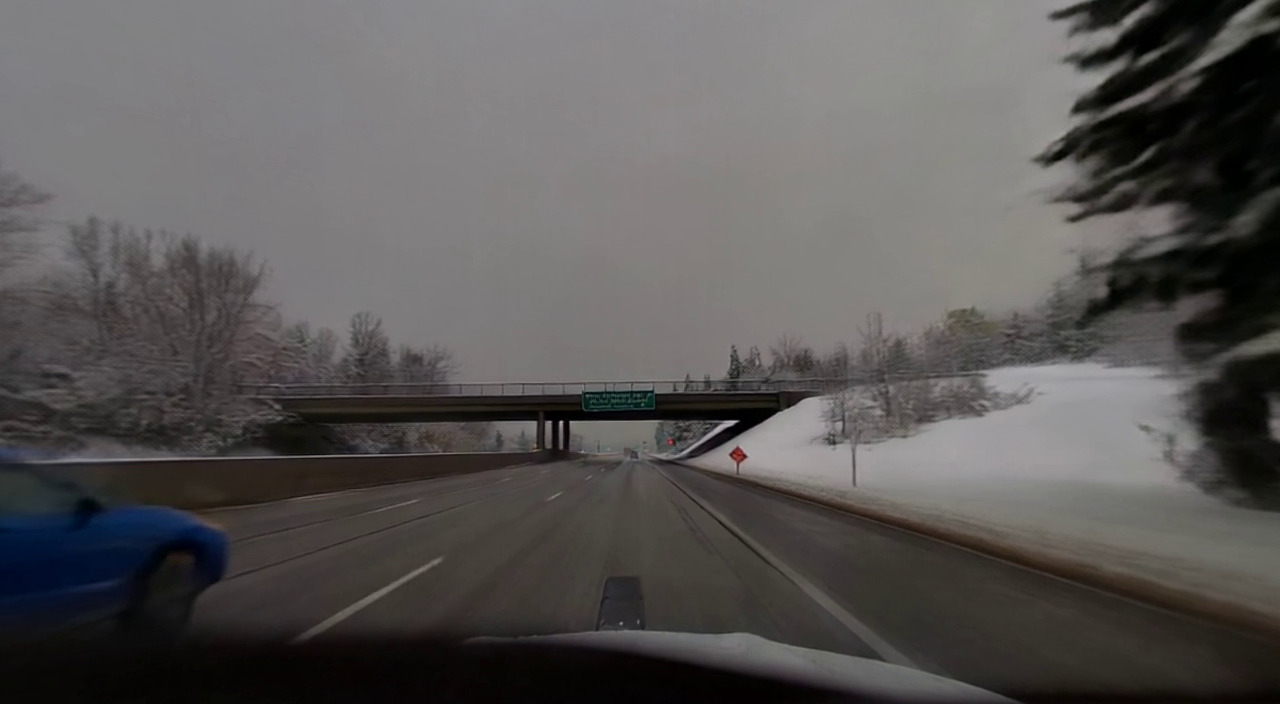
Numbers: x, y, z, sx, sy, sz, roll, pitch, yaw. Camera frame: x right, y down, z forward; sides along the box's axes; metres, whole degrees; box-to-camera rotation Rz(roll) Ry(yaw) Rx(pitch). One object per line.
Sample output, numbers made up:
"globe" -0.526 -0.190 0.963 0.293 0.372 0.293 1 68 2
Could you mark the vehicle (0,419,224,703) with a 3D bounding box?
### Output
"vehicle" -4.113 1.013 2.570 1.992 1.504 4.117 0 -9 0
